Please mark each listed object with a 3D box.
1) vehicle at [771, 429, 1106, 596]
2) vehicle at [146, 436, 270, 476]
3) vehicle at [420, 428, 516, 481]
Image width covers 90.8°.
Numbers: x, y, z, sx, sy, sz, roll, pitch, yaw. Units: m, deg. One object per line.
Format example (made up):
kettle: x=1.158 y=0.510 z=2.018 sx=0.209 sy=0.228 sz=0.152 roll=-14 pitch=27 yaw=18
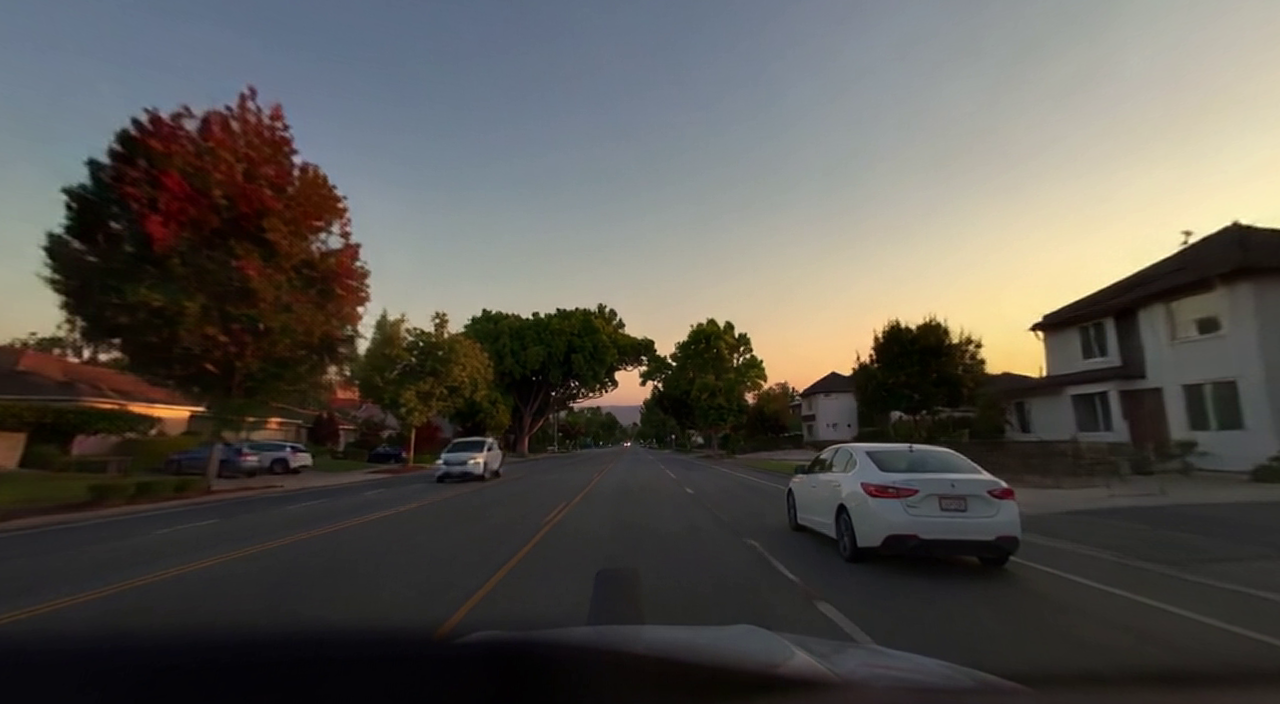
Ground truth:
vehicle: x=3.164 y=1.766 z=7.904 sx=2.057 sy=1.493 sz=4.225 roll=0 pitch=-8 yaw=-1
vehicle: x=-20.626 y=4.963 z=30.299 sx=4.445 sy=1.822 sz=2.095 roll=-1 pitch=-8 yaw=3
vehicle: x=-7.136 y=4.335 z=27.079 sx=2.334 sy=1.985 sz=6.274 roll=0 pitch=-8 yaw=0
